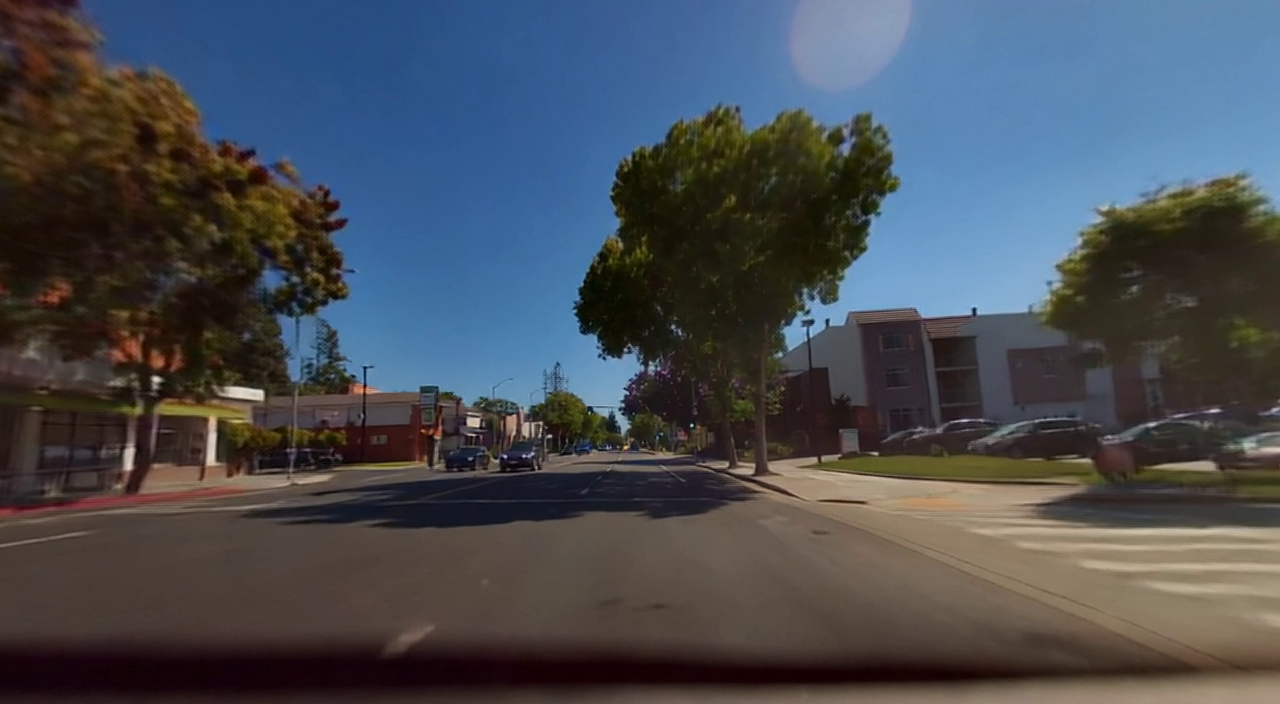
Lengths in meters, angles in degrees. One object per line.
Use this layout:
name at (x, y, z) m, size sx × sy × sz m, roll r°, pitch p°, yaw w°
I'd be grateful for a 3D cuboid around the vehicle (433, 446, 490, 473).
vehicle at (-10.336, 6.237, 36.955) m, size 2.012 × 1.429 × 4.462 m, roll 0°, pitch -8°, yaw 0°

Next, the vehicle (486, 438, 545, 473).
vehicle at (-6.883, 5.784, 35.530) m, size 2.322 × 1.819 × 4.651 m, roll 0°, pitch -8°, yaw 0°

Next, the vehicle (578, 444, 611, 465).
vehicle at (-3.334, 7.636, 47.234) m, size 2.122 × 1.469 × 4.388 m, roll 0°, pitch -8°, yaw 1°
